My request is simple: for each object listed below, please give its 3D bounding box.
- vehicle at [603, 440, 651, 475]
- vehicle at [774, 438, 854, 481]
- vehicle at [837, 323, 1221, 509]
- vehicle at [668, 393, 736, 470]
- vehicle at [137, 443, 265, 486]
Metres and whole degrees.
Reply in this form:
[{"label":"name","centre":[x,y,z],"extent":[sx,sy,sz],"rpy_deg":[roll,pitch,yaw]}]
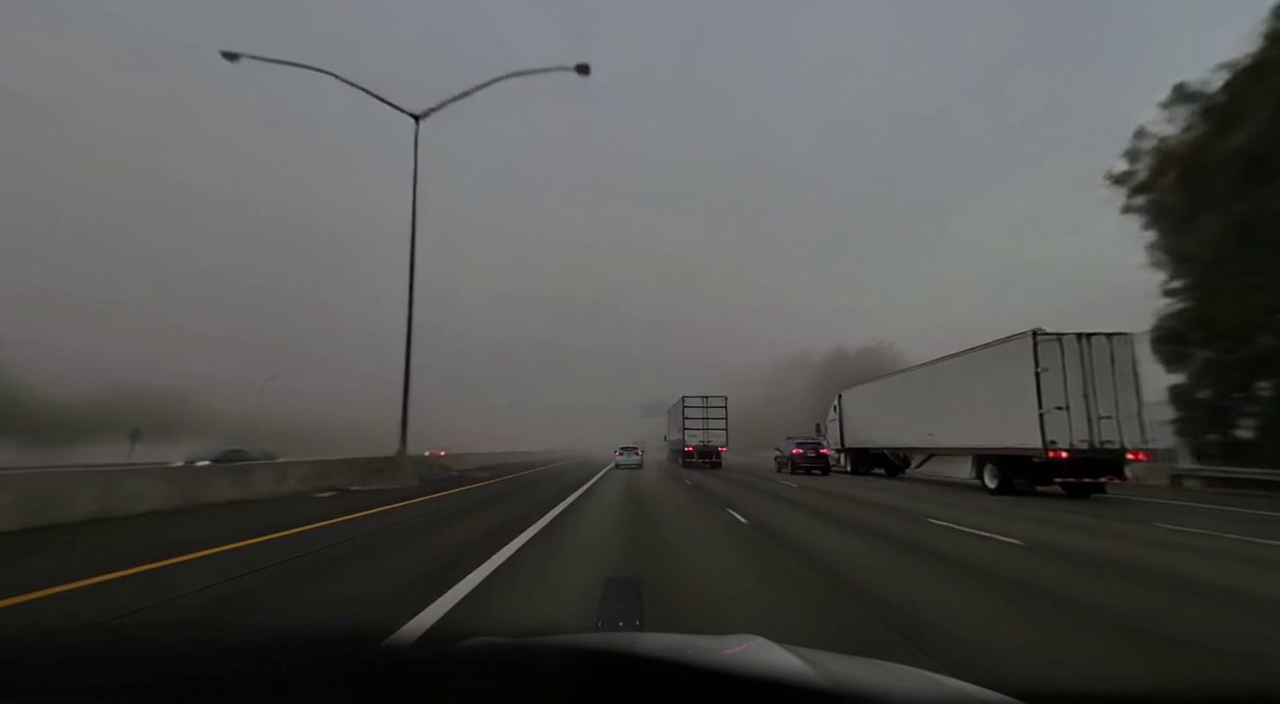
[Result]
[{"label":"vehicle","centre":[-0.581,5.085,30.586],"extent":[2.163,1.551,4.180],"rpy_deg":[0,-9,0]},{"label":"vehicle","centre":[7.310,4.561,27.065],"extent":[2.154,1.658,4.347],"rpy_deg":[0,-9,-1]},{"label":"vehicle","centre":[11.366,2.700,22.778],"extent":[2.898,4.171,17.188],"rpy_deg":[0,-9,0]},{"label":"vehicle","centre":[3.614,5.087,39.536],"extent":[2.999,4.127,10.526],"rpy_deg":[0,-9,-1]},{"label":"vehicle","centre":[-16.667,4.263,24.294],"extent":[1.781,1.477,4.274],"rpy_deg":[0,-9,1]}]
